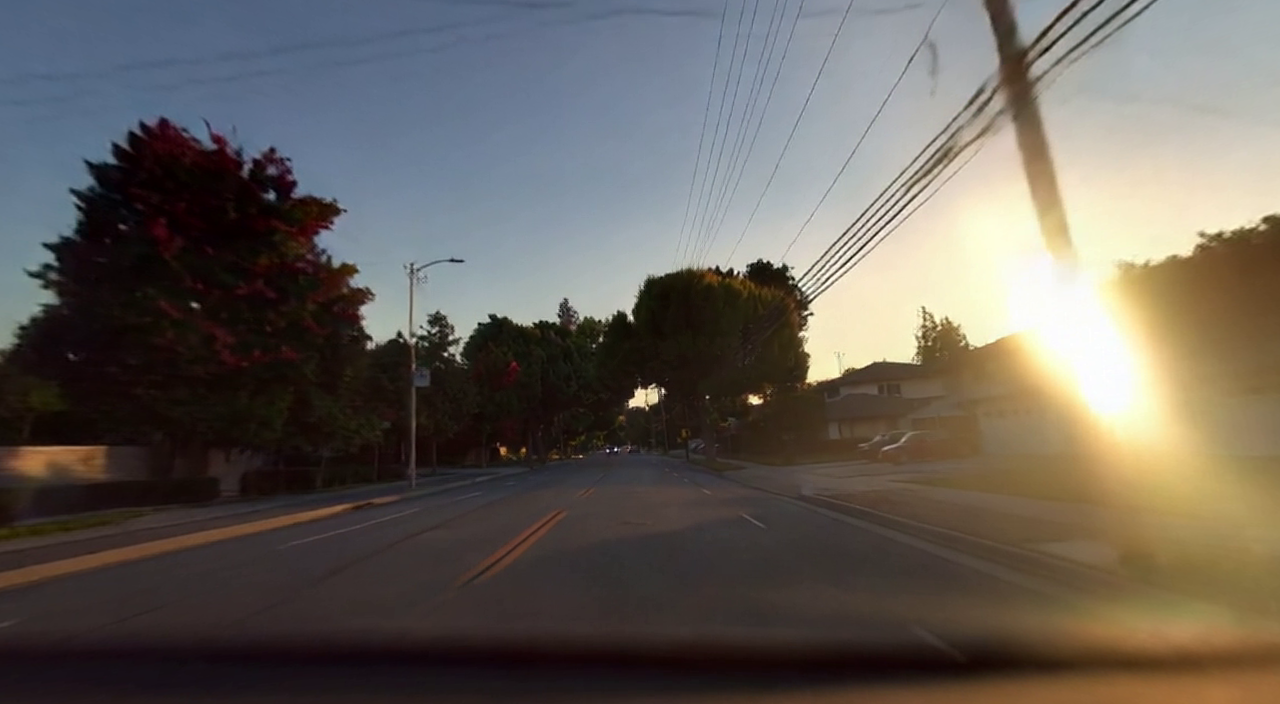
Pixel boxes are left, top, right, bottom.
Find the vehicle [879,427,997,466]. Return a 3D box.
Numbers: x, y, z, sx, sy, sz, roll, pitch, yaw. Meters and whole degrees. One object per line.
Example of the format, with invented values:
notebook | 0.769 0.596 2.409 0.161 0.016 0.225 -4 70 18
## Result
vehicle | 14.037 4.479 29.862 4.512 1.701 2.017 -1 -8 -2
